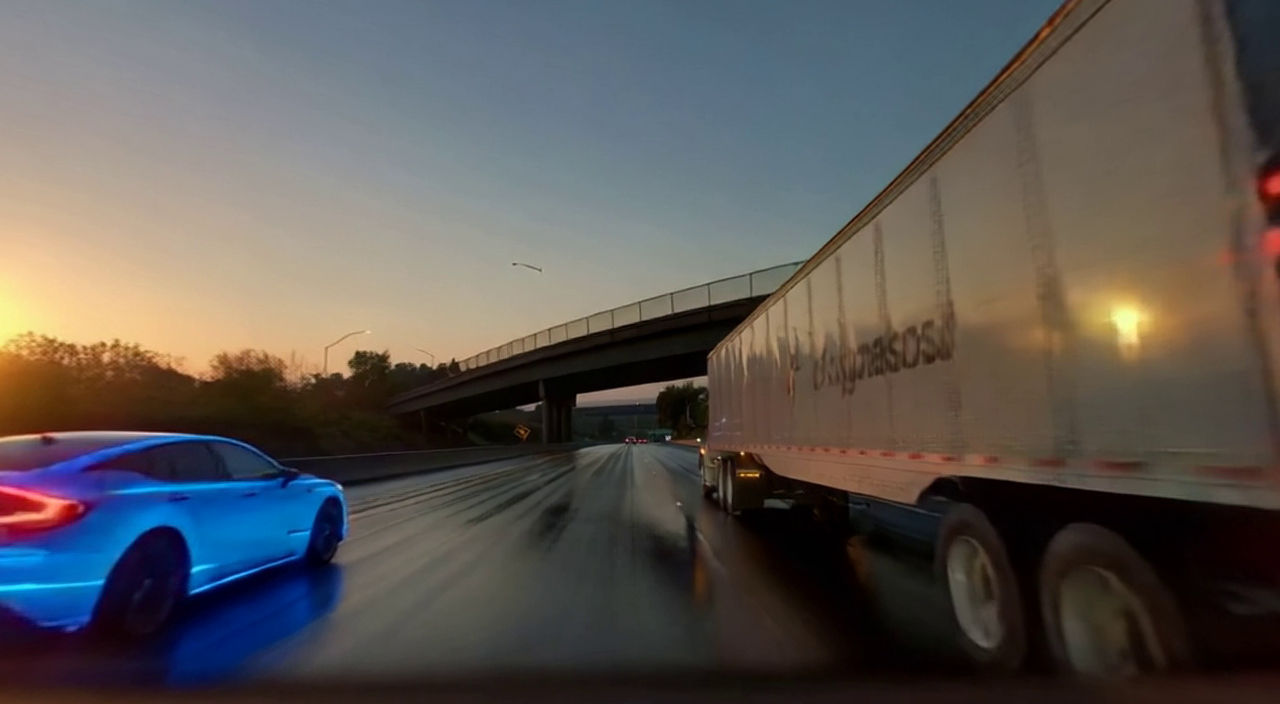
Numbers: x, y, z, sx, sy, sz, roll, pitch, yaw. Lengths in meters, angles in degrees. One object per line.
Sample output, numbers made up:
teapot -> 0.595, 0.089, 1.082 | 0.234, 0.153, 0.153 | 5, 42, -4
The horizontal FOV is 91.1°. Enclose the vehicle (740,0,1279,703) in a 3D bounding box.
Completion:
vehicle -> 3.839, 0.309, 8.439 | 2.850, 3.894, 13.987 | 0, -7, 1

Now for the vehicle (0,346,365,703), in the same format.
vehicle -> -3.653, 0.988, 3.794 | 2.063, 1.661, 4.439 | 0, -8, -2
